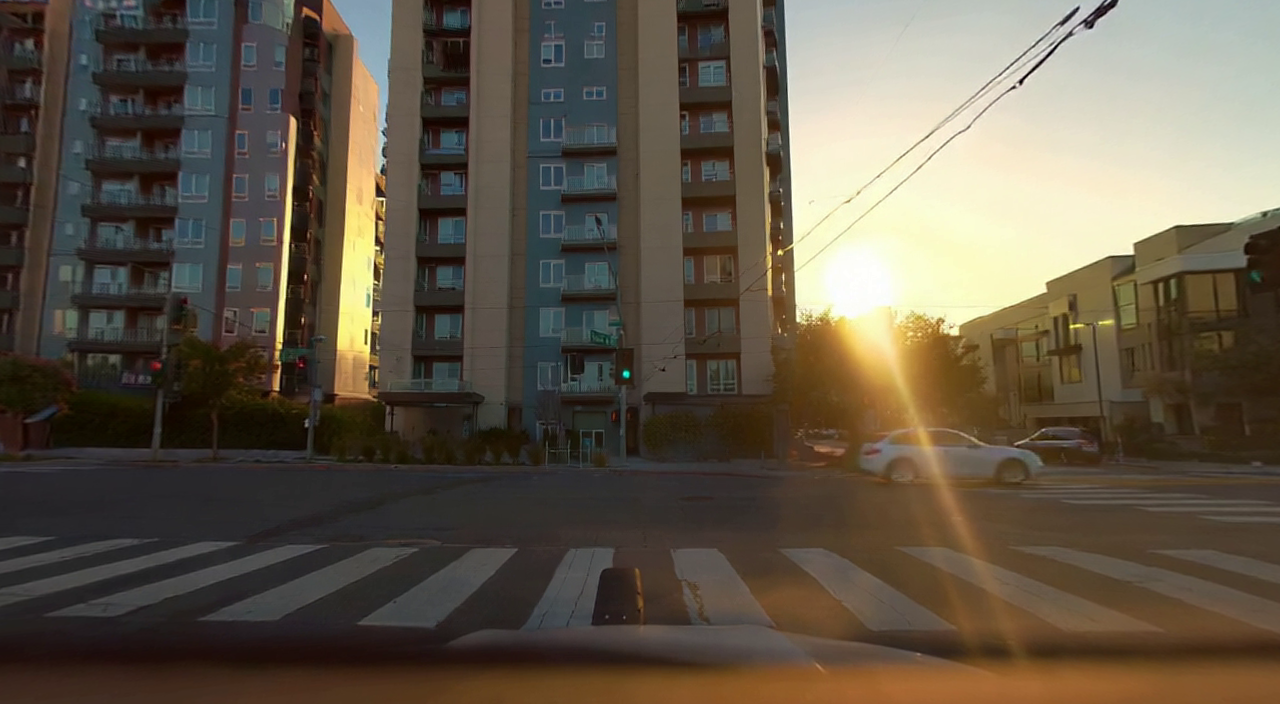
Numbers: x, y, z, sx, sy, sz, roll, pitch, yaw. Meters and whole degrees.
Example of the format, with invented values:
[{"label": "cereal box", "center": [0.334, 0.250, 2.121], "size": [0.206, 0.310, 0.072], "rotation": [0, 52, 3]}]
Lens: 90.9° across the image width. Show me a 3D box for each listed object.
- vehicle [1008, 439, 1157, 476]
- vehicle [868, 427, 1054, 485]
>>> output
[{"label": "vehicle", "center": [18.606, 4.456, 26.687], "size": [4.823, 1.458, 1.914], "rotation": [0, -9, -1]}, {"label": "vehicle", "center": [10.464, 3.428, 20.867], "size": [4.980, 1.792, 2.042], "rotation": [0, -9, 1]}]
